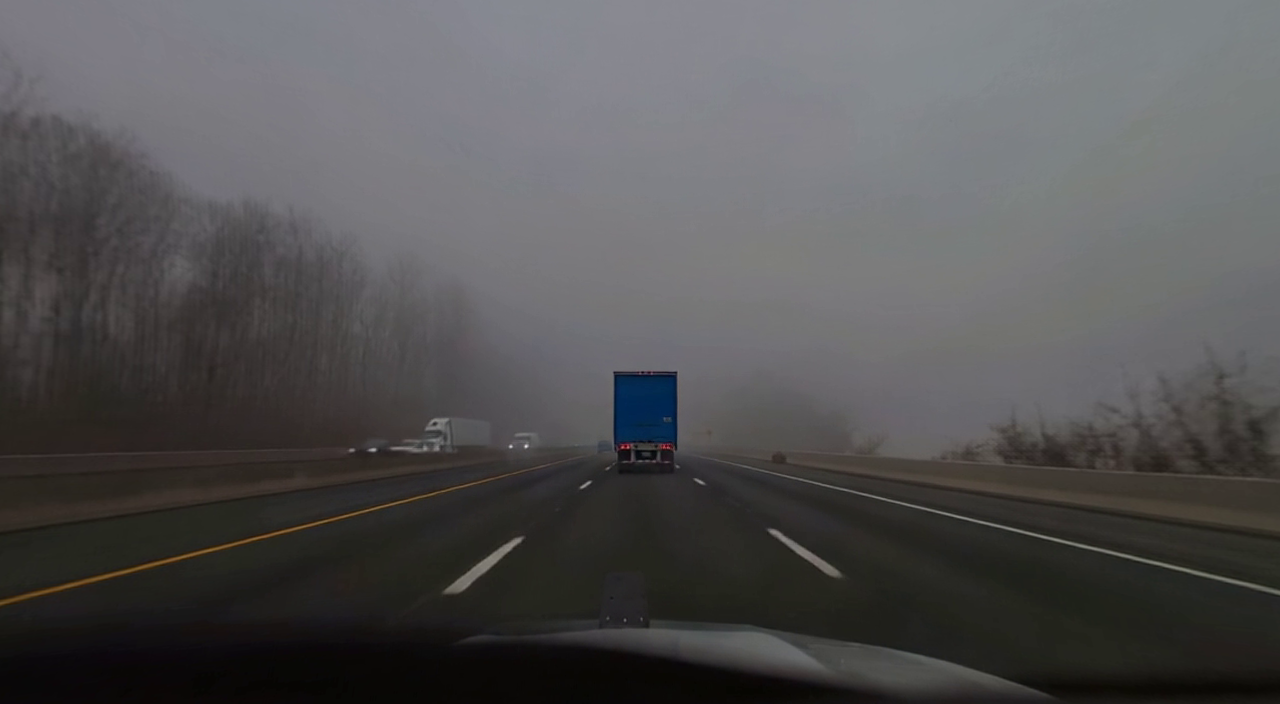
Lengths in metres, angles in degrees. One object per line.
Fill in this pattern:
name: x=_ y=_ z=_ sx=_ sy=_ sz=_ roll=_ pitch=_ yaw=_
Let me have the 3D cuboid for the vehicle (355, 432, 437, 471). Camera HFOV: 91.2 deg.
vehicle: x=-12.677 y=5.191 z=32.980 sx=2.171 sy=1.856 sz=5.157 roll=0 pitch=-8 yaw=1

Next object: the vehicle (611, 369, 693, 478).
vehicle: x=0.448 y=3.394 z=28.499 sx=3.010 sy=4.039 sz=10.481 roll=0 pitch=-8 yaw=0
